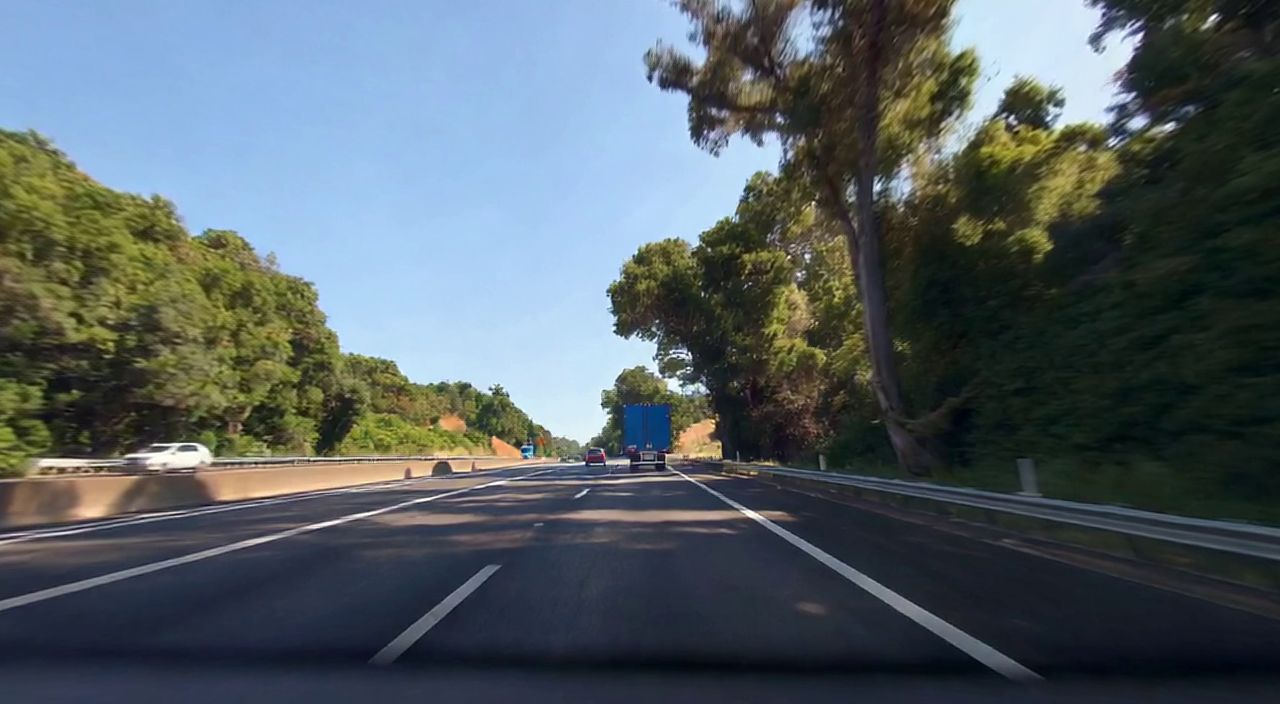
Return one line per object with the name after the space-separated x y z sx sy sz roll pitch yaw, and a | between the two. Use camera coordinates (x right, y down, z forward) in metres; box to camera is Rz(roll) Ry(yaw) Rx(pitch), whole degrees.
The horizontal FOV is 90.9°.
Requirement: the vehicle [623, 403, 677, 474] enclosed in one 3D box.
0.416 5.743 41.255 3.055 4.009 10.972 0 -9 -2 | vehicle

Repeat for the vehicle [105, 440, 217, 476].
-22.479 4.992 29.804 1.855 1.527 4.365 0 -9 0 | vehicle
